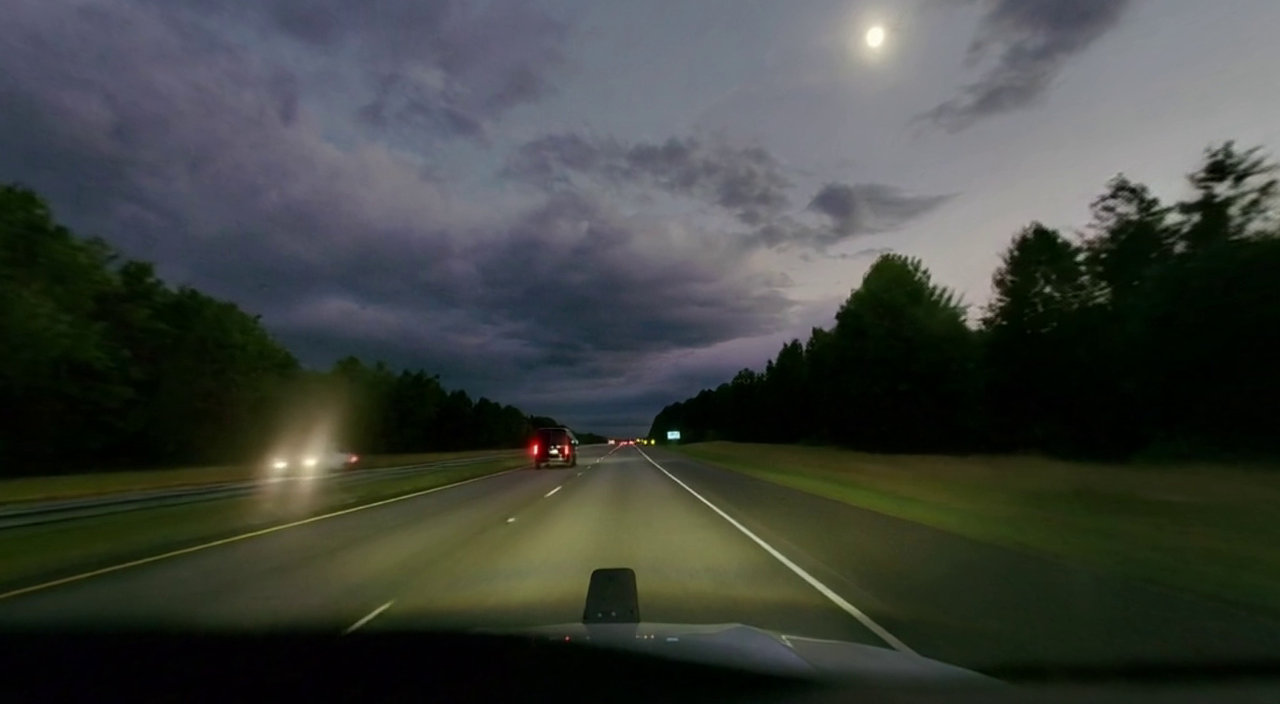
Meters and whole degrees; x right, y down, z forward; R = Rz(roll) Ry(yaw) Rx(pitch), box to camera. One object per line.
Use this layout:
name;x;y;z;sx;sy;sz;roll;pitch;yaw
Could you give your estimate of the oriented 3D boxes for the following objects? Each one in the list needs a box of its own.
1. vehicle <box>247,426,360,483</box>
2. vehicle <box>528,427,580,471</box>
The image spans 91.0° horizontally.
vehicle;-17.763;5.418;33.714;2.603;2.676;6.179;-1;-8;0
vehicle;-4.268;4.882;32.011;1.976;2.029;4.737;-1;-8;0
